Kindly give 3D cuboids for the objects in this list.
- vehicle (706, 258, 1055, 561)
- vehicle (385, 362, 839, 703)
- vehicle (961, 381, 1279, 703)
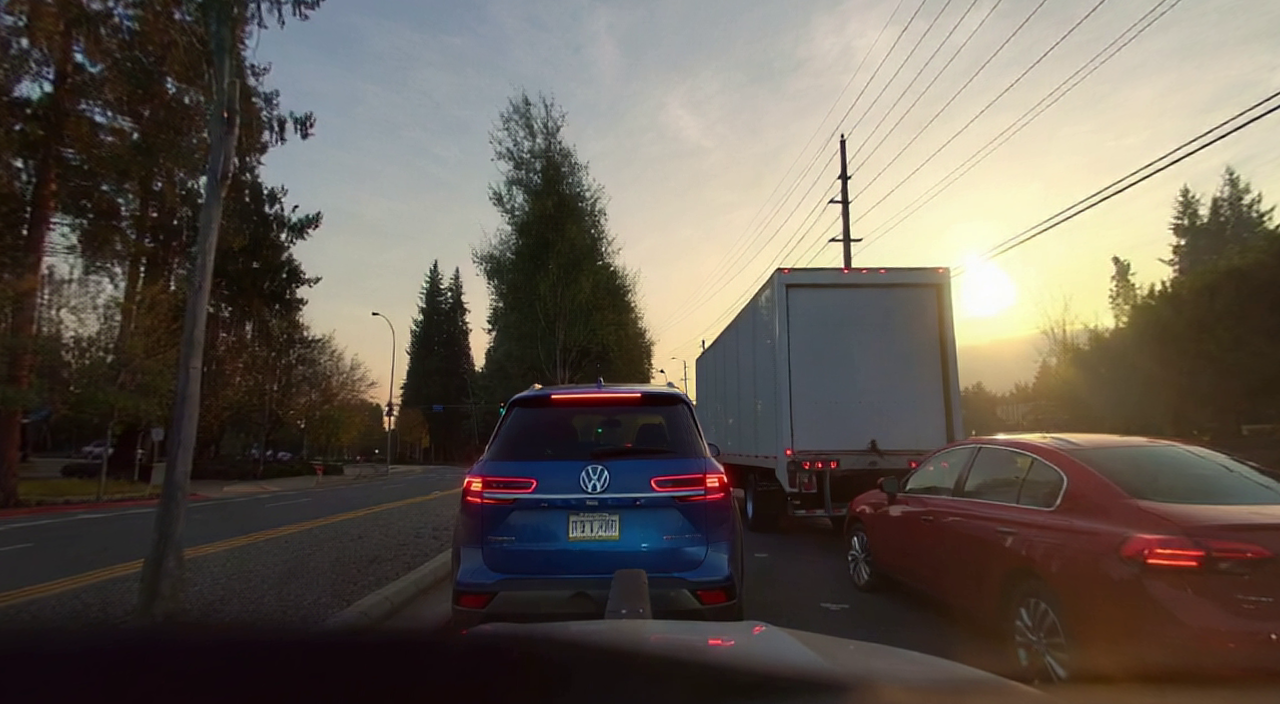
[{"bbox_3d":[3.232,1.256,11.809,2.915,3.559,8.848,0,-8,0],"label":"vehicle"},{"bbox_3d":[-0.127,1.222,5.131,2.114,1.732,4.230,0,-8,0],"label":"vehicle"},{"bbox_3d":[2.832,0.736,1.192,1.971,1.484,4.728,0,-8,0],"label":"vehicle"}]
